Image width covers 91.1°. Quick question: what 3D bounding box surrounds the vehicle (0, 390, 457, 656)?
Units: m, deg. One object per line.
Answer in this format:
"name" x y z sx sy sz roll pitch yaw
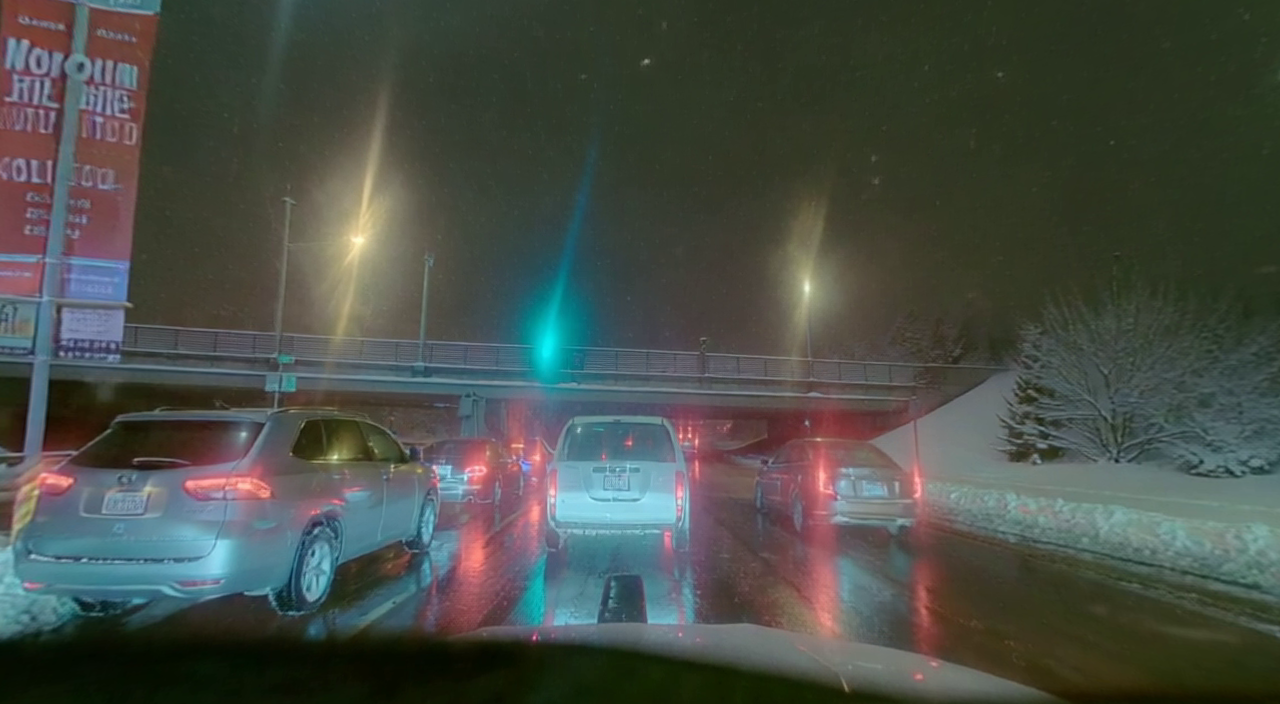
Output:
"vehicle" -3.500 1.425 6.275 2.039 1.709 4.265 0 -9 0

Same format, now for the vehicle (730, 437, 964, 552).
"vehicle" 3.063 2.232 10.716 2.228 1.472 4.939 0 -9 -1

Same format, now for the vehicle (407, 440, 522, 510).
"vehicle" -4.157 2.943 15.441 1.797 1.505 3.506 0 -9 0

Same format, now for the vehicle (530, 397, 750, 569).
"vehicle" -0.083 1.770 9.215 2.409 1.864 4.471 0 -9 -2
